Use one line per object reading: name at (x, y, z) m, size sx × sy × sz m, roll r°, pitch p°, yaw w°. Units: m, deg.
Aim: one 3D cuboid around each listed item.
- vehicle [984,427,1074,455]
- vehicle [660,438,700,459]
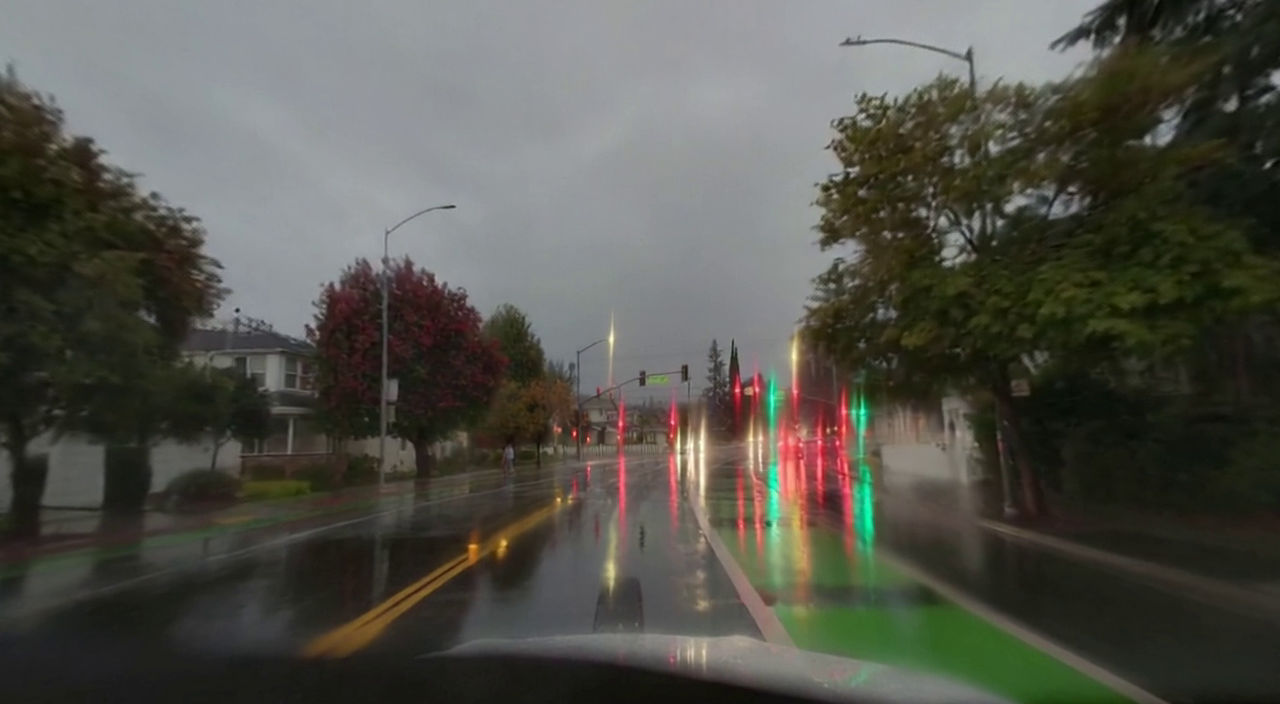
vehicle at (23.711, 5.448, 38.655) m, size 1.972 × 1.477 × 5.340 m, roll -2°, pitch -7°, yaw -2°
vehicle at (3.029, 7.062, 46.175) m, size 1.904 × 1.489 × 4.746 m, roll -3°, pitch -9°, yaw 16°
